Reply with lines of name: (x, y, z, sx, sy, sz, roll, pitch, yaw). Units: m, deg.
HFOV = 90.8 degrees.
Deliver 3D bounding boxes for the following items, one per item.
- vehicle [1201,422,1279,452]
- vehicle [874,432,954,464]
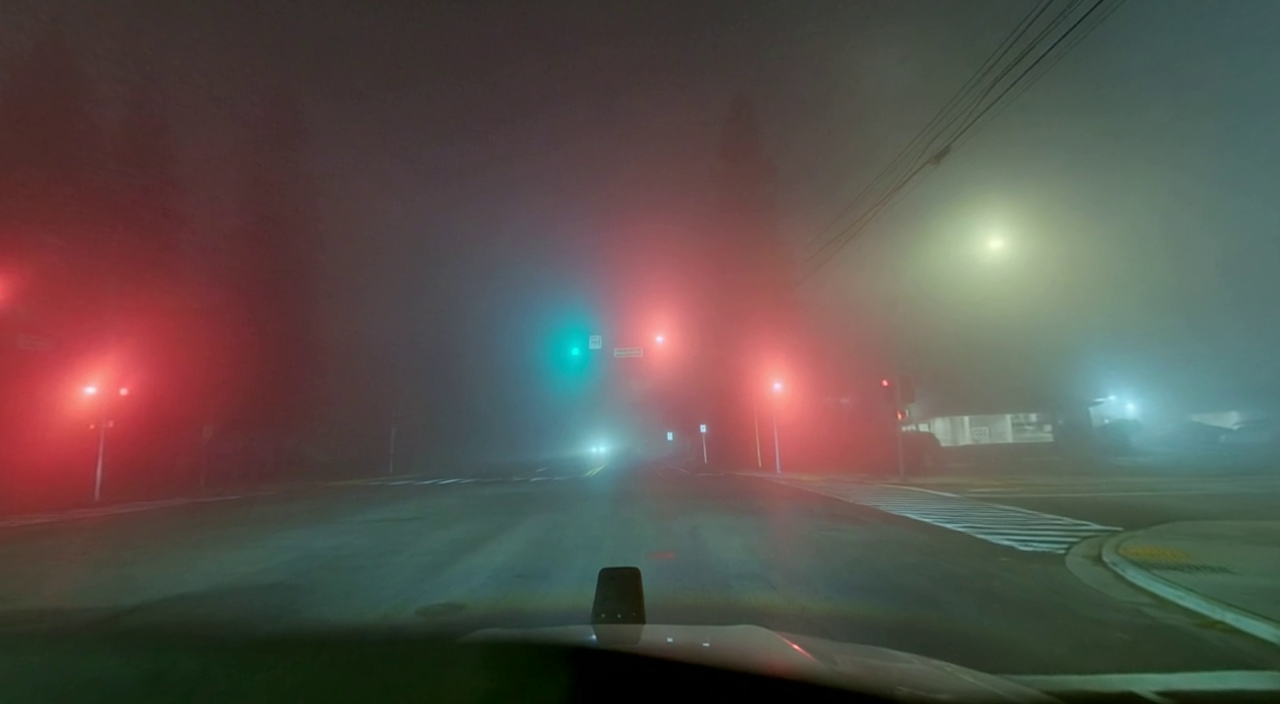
vehicle: (34.098, 4.765, 35.122, 1.832, 1.521, 4.266, 0, -9, 1)
vehicle: (14.957, 5.292, 34.767, 1.959, 1.471, 4.570, -4, -8, -5)
